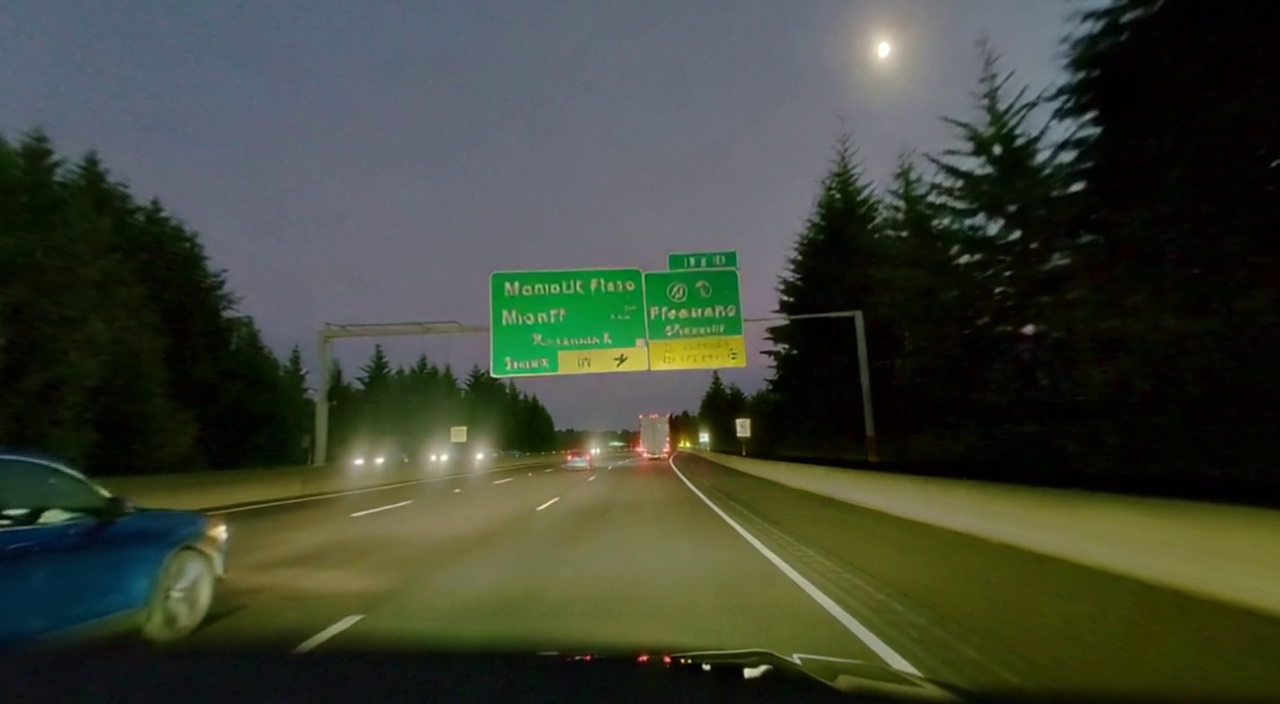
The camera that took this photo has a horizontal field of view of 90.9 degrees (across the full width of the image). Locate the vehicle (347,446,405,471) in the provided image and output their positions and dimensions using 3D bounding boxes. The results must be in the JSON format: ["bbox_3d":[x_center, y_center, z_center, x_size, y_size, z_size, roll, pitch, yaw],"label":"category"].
[{"bbox_3d":[-19.074,7.699,45.805,2.065,1.665,4.796,-1,-9,1],"label":"vehicle"}]

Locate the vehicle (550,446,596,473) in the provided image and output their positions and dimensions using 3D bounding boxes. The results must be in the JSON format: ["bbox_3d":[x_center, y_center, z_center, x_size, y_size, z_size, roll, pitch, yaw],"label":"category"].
[{"bbox_3d":[-3.712,6.024,35.526,2.045,1.430,3.951,-1,-9,1],"label":"vehicle"}]

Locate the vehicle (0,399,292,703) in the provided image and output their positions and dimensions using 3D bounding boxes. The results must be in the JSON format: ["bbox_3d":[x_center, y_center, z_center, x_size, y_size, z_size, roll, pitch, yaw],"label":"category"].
[{"bbox_3d":[-3.974,1.001,2.916,2.039,1.532,4.610,-1,-9,1],"label":"vehicle"}]
